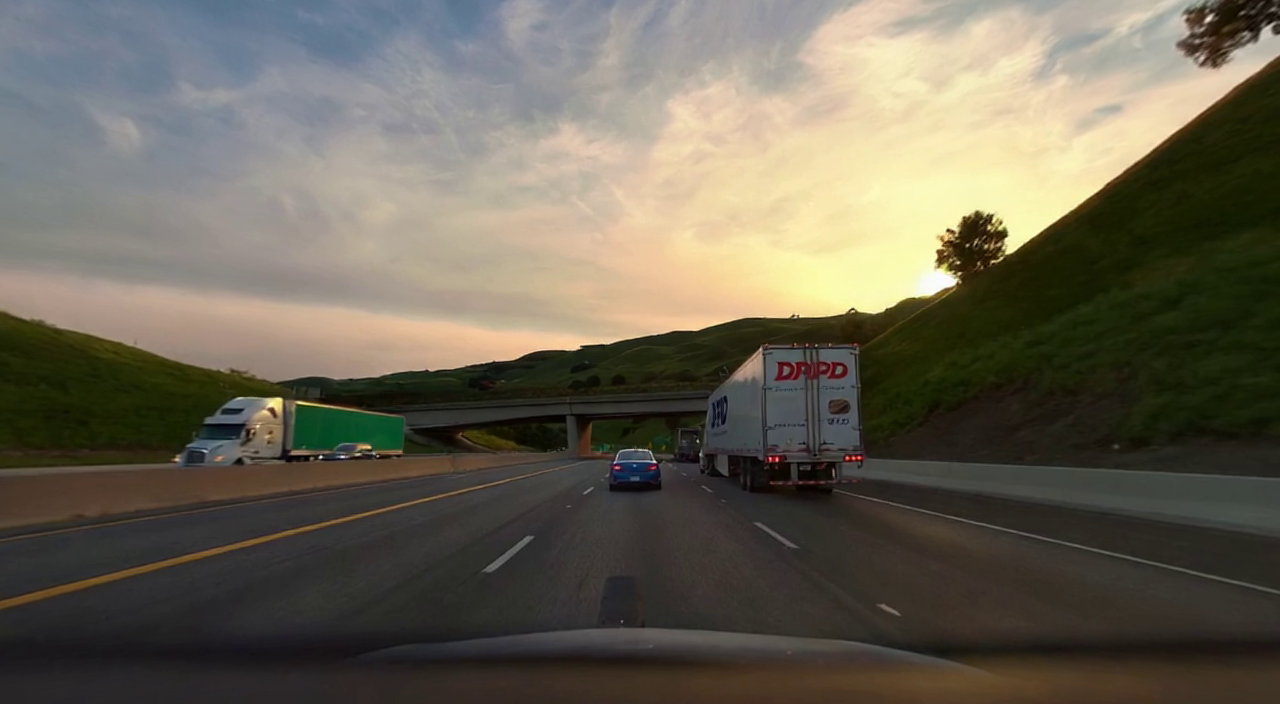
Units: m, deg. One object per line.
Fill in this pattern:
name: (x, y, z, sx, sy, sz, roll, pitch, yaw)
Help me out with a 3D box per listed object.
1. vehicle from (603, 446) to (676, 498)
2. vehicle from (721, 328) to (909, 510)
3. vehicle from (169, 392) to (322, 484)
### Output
vehicle: (-0.038, 3.655, 19.574, 2.029, 1.437, 3.794, 0, -9, 0)
vehicle: (4.311, 2.066, 17.904, 2.802, 3.956, 8.291, 0, -9, -1)
vehicle: (-19.036, 4.297, 31.114, 3.018, 4.002, 6.597, 0, -9, 1)
